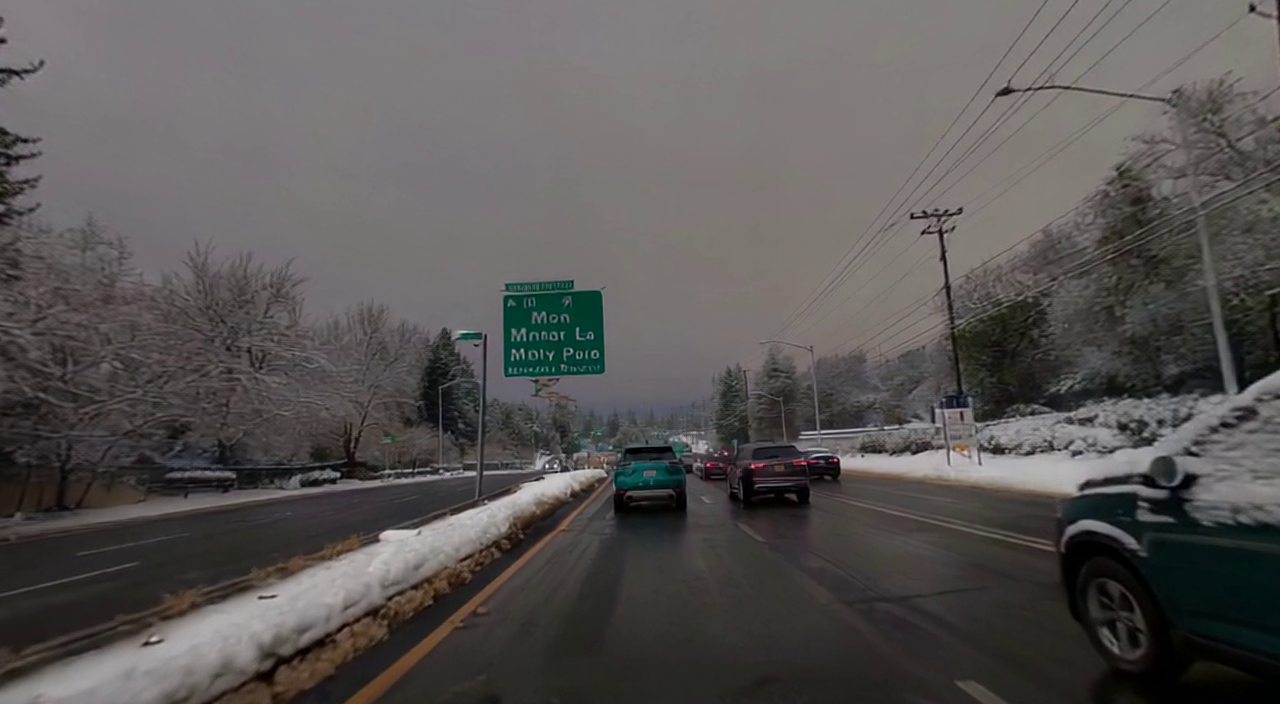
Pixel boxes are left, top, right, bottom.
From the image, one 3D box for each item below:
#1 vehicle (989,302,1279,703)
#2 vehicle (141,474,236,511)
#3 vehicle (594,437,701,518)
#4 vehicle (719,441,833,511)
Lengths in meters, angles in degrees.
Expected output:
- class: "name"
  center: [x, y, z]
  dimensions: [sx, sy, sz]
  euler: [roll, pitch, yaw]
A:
- class: "vehicle"
  center: [3.399, 0.665, 1.856]
  dimensions: [2.097, 1.818, 4.625]
  euler: [0, -8, 0]
- class: "vehicle"
  center: [-22.590, 7.031, 31.828]
  dimensions: [1.847, 1.554, 3.926]
  euler: [0, -8, 0]
- class: "vehicle"
  center: [0.148, 2.902, 15.179]
  dimensions: [2.199, 1.641, 4.232]
  euler: [0, -8, 0]
- class: "vehicle"
  center: [3.392, 3.151, 16.625]
  dimensions: [2.064, 1.591, 4.081]
  euler: [0, -8, 0]
